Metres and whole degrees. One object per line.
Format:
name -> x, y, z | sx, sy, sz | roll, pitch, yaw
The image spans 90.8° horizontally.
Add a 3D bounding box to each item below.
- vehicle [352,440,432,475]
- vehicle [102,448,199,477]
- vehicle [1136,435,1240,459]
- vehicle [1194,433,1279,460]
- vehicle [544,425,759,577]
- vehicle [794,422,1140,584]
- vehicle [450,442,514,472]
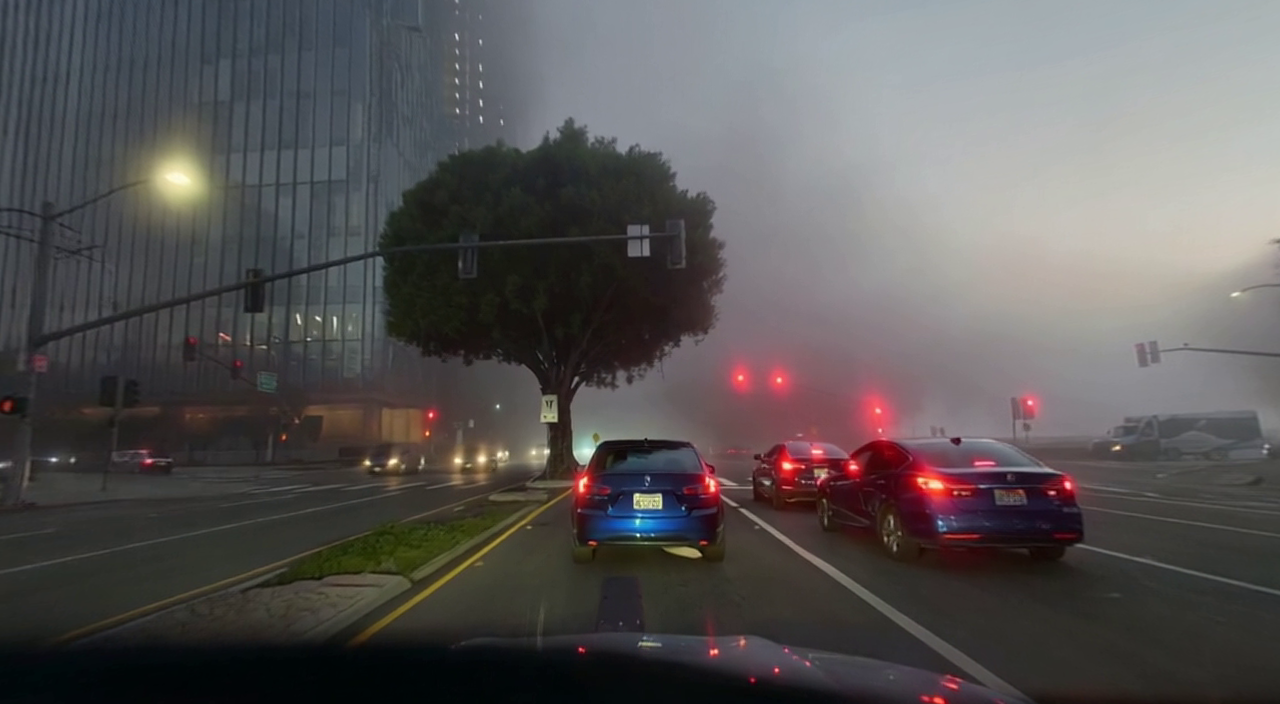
vehicle -> -12.640, 5.418, 32.552 | 2.166, 1.659, 4.654 | 0, -9, 1
vehicle -> -26.677, 6.030, 34.521 | 3.657, 1.528, 1.783 | 1, -9, -3
vehicle -> 34.637, 6.044, 40.040 | 4.616, 1.476, 2.165 | 0, -9, -2
vehicle -> 35.211, 5.486, 36.648 | 4.190, 1.535, 1.998 | 0, -9, -1
vehicle -> 0.089, 1.759, 8.216 | 2.087, 1.468, 4.014 | 0, -9, -1
vehicle -> 3.612, 1.757, 8.217 | 2.018, 1.491, 4.544 | 0, -9, -1
vehicle -> -8.249, 5.524, 33.393 | 2.090, 1.475, 4.616 | 0, -9, 1
